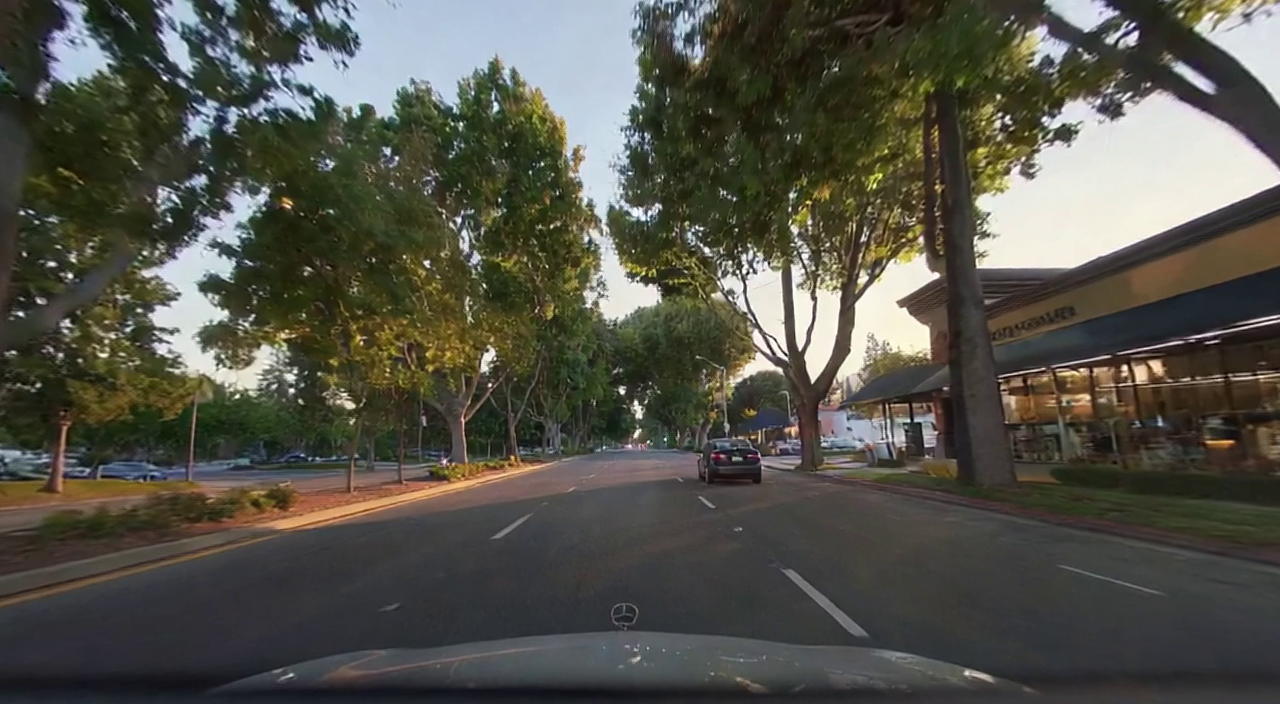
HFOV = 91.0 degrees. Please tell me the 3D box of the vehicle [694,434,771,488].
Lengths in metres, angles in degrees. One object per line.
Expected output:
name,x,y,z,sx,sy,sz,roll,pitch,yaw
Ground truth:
vehicle,3.230,3.900,22.876,2.083,1.743,4.354,0,-8,-1
